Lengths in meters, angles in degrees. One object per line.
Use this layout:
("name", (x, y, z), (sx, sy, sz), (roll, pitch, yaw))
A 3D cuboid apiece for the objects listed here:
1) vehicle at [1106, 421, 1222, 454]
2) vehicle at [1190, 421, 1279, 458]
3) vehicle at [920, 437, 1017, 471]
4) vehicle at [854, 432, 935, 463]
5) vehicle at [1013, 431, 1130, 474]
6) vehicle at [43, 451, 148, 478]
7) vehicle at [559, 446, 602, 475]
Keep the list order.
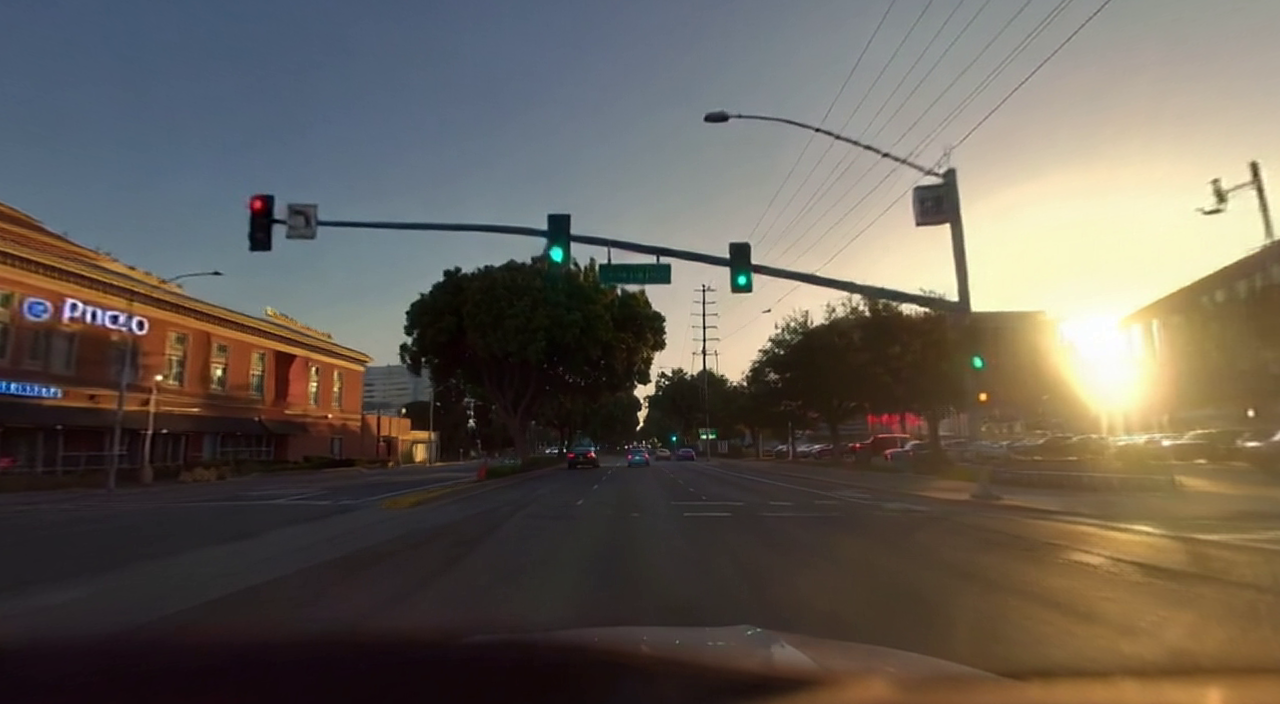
("vehicle", (29.579, 4.930, 35.926), (2.053, 1.559, 5.138), (-3, -10, -1))
("vehicle", (29.737, 4.253, 30.525), (1.972, 1.640, 4.885), (0, -8, 1))
("vehicle", (16.334, 5.027, 31.383), (4.673, 1.555, 2.010), (5, -10, -30))
("vehicle", (16.570, 6.209, 41.081), (5.004, 1.893, 2.228), (5, -10, -32))
("vehicle", (17.223, 3.993, 25.180), (4.759, 1.476, 1.911), (3, -12, -32))
("vehicle", (-33.589, 6.937, 39.082), (4.544, 1.515, 2.218), (-1, -8, 3))
("vehicle", (-3.372, 6.226, 36.539), (2.035, 1.564, 4.702), (0, -8, 0))
